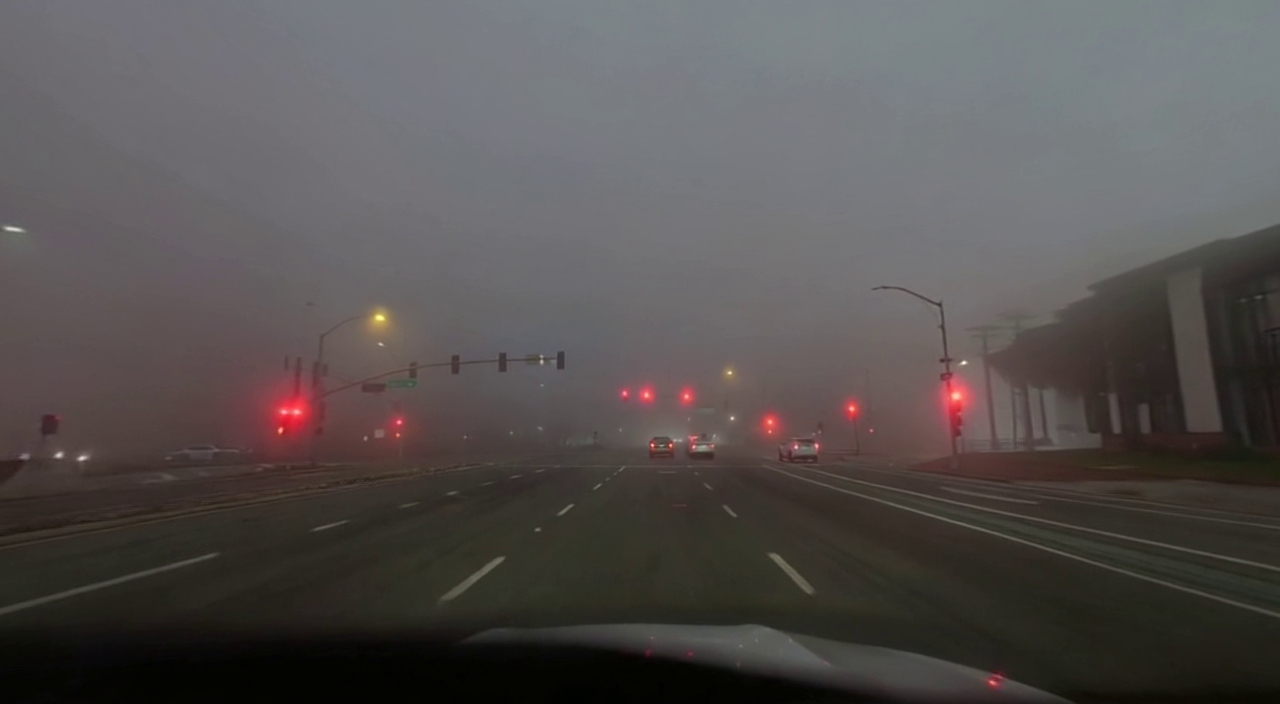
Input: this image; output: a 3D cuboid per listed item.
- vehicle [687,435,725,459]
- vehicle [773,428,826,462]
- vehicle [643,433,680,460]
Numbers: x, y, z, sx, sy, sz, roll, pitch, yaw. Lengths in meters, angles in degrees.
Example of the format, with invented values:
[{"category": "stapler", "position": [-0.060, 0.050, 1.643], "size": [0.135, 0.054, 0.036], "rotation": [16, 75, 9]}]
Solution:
[{"category": "vehicle", "position": [4.173, 6.085, 40.539], "size": [1.994, 1.436, 4.169], "rotation": [0, -9, 0]}, {"category": "vehicle", "position": [9.537, 5.595, 38.065], "size": [2.132, 1.892, 4.851], "rotation": [-1, -8, 3]}, {"category": "vehicle", "position": [1.300, 5.723, 38.064], "size": [2.099, 1.516, 4.681], "rotation": [0, -9, 2]}]
